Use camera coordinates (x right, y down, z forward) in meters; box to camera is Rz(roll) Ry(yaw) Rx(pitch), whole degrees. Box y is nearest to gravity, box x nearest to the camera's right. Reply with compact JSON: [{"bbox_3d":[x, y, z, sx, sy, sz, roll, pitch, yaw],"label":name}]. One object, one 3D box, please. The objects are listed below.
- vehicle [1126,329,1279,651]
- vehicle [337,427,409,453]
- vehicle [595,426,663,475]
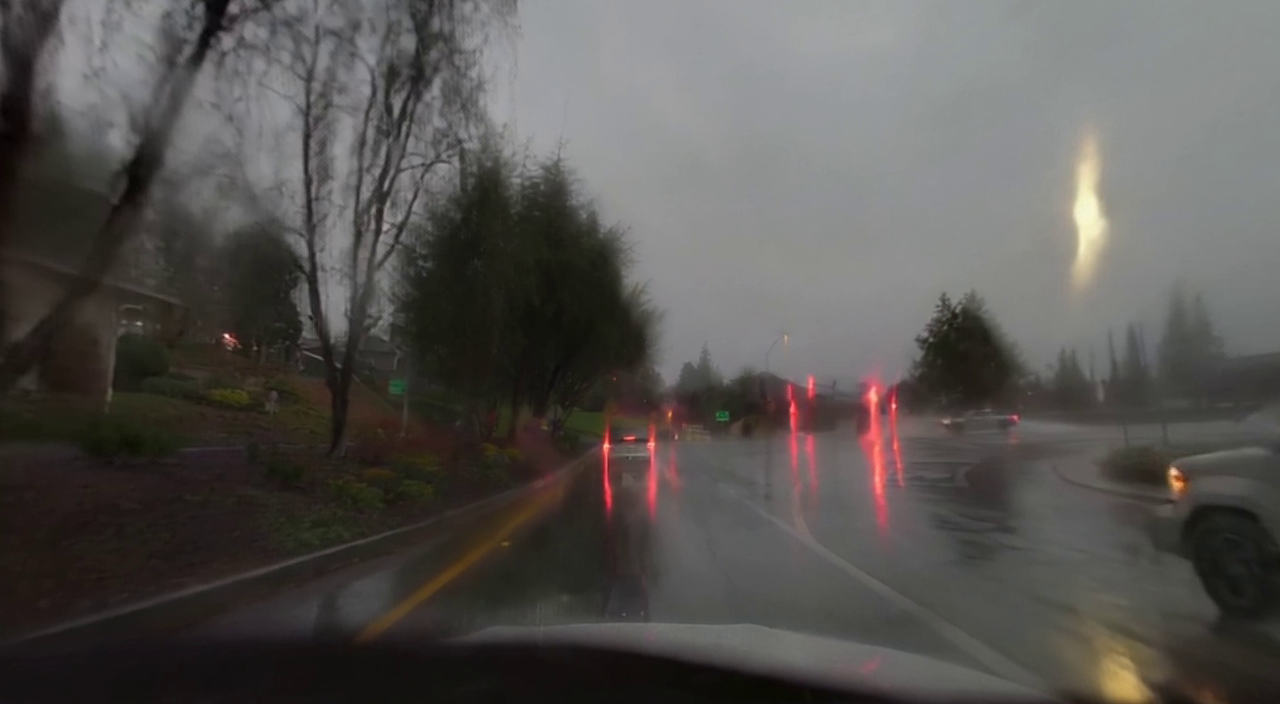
[{"bbox_3d":[4.664,0.609,2.278,2.084,1.870,5.068,-1,-8,5],"label":"vehicle"},{"bbox_3d":[-18.574,6.146,44.025,4.200,1.639,1.844,-1,-8,-1],"label":"vehicle"},{"bbox_3d":[-0.362,3.299,21.388,2.056,1.473,4.380,0,-8,-1],"label":"vehicle"}]
